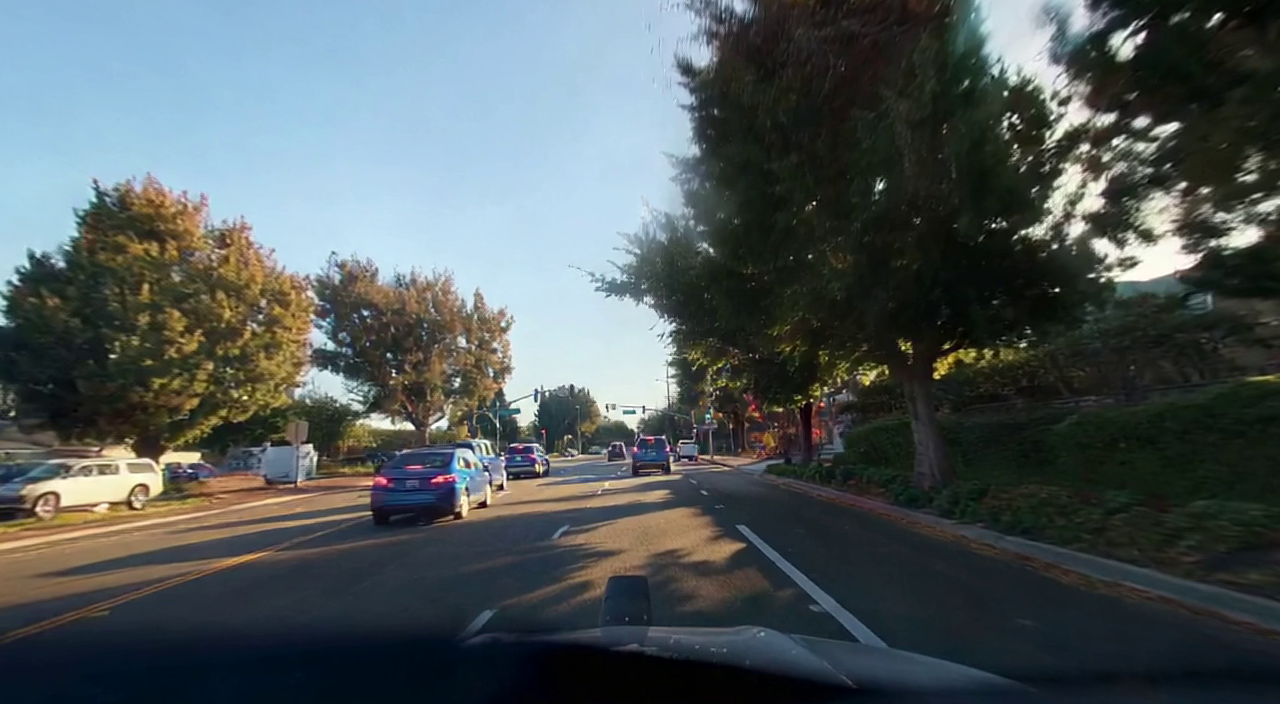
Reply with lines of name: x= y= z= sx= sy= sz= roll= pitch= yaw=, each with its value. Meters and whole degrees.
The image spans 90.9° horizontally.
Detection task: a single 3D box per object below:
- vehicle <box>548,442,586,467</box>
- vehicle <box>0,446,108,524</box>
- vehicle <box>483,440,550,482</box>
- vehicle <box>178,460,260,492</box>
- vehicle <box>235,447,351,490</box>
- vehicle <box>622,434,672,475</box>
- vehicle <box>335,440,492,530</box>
vehicle: x=-5.162 y=7.353 z=45.205 sx=2.108 sy=1.689 sz=4.316 roll=-1 pitch=-9 yaw=1
vehicle: x=-18.898 y=3.696 z=17.826 sx=5.642 sy=2.016 sz=2.305 roll=-1 pitch=-9 yaw=3
vehicle: x=-5.330 y=4.770 z=27.921 sx=2.052 sy=1.664 sz=4.476 roll=0 pitch=-9 yaw=0
vehicle: x=-21.392 y=6.295 z=32.187 sx=1.632 sy=1.435 sz=3.580 roll=0 pitch=-8 yaw=0
vehicle: x=-17.890 y=6.013 z=32.978 sx=2.254 sy=2.005 sz=6.086 roll=-1 pitch=-9 yaw=4
vehicle: x=0.348 y=4.895 z=30.295 sx=2.235 sy=1.778 sz=4.178 roll=-1 pitch=-9 yaw=1
vehicle: x=-4.320 y=2.564 z=12.862 sx=2.043 sy=1.464 sz=4.571 roll=1 pitch=-9 yaw=-7
